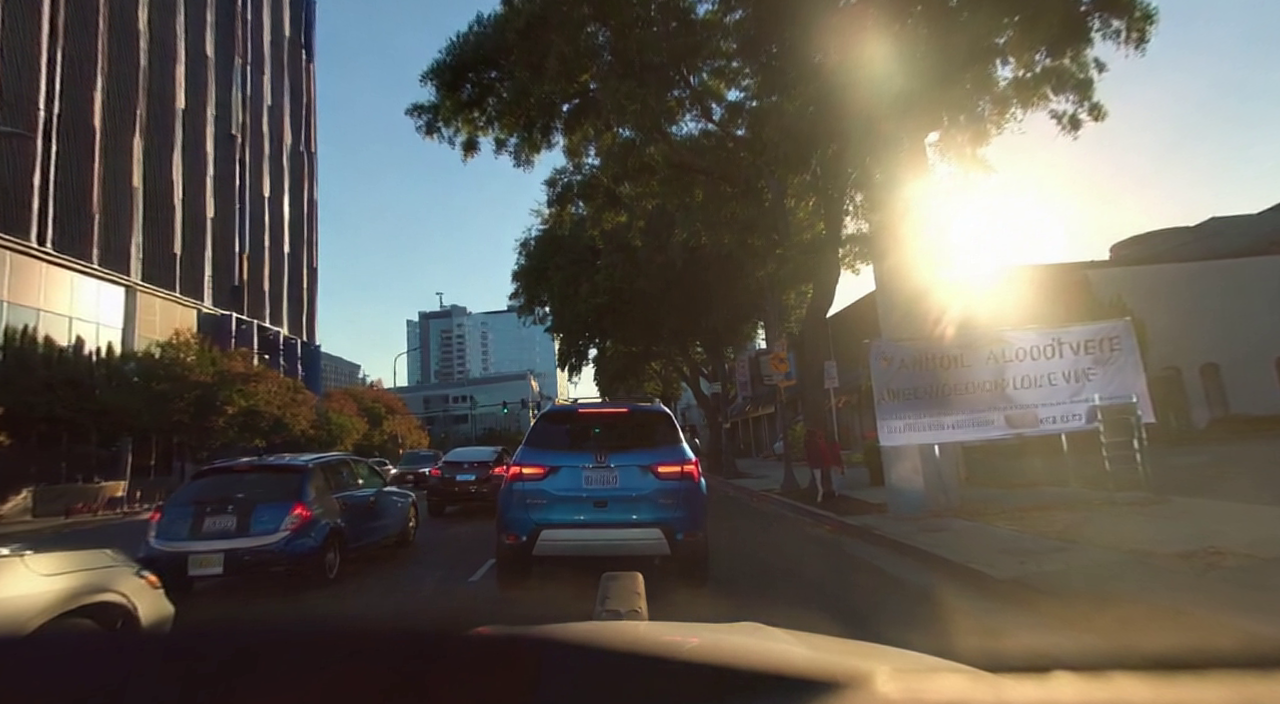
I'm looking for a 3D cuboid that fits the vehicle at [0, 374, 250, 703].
[{"bbox_3d":[-3.186,0.798,1.338,1.971,1.658,4.428,0,-8,-2],"label":"vehicle"}]

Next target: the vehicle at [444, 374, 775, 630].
[{"bbox_3d":[-0.372,1.457,7.132,2.531,1.930,4.382,0,-9,-4],"label":"vehicle"}]

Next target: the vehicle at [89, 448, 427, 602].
[{"bbox_3d":[-4.517,2.042,8.503,1.876,1.448,4.464,0,-8,-2],"label":"vehicle"}]

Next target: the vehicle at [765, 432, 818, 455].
[{"bbox_3d":[10.252,6.187,42.682,1.877,1.416,3.965,-9,-12,38],"label":"vehicle"}]
